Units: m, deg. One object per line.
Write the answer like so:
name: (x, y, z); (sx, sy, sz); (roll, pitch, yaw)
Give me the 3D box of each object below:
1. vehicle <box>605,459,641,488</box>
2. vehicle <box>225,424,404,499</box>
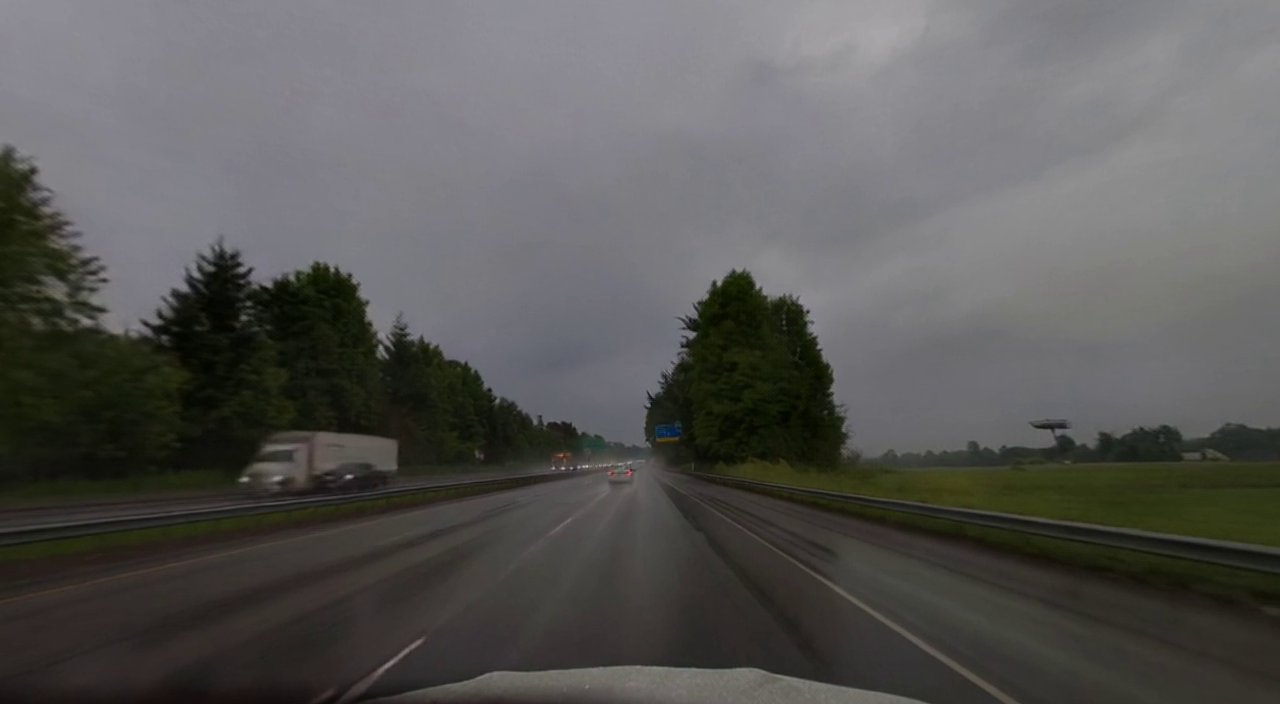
vehicle: (-0.990, 7.579, 39.271); (2.104, 1.655, 4.039); (0, -10, 1)
vehicle: (-16.879, 6.019, 34.394); (3.033, 3.267, 12.435); (0, -10, 1)
